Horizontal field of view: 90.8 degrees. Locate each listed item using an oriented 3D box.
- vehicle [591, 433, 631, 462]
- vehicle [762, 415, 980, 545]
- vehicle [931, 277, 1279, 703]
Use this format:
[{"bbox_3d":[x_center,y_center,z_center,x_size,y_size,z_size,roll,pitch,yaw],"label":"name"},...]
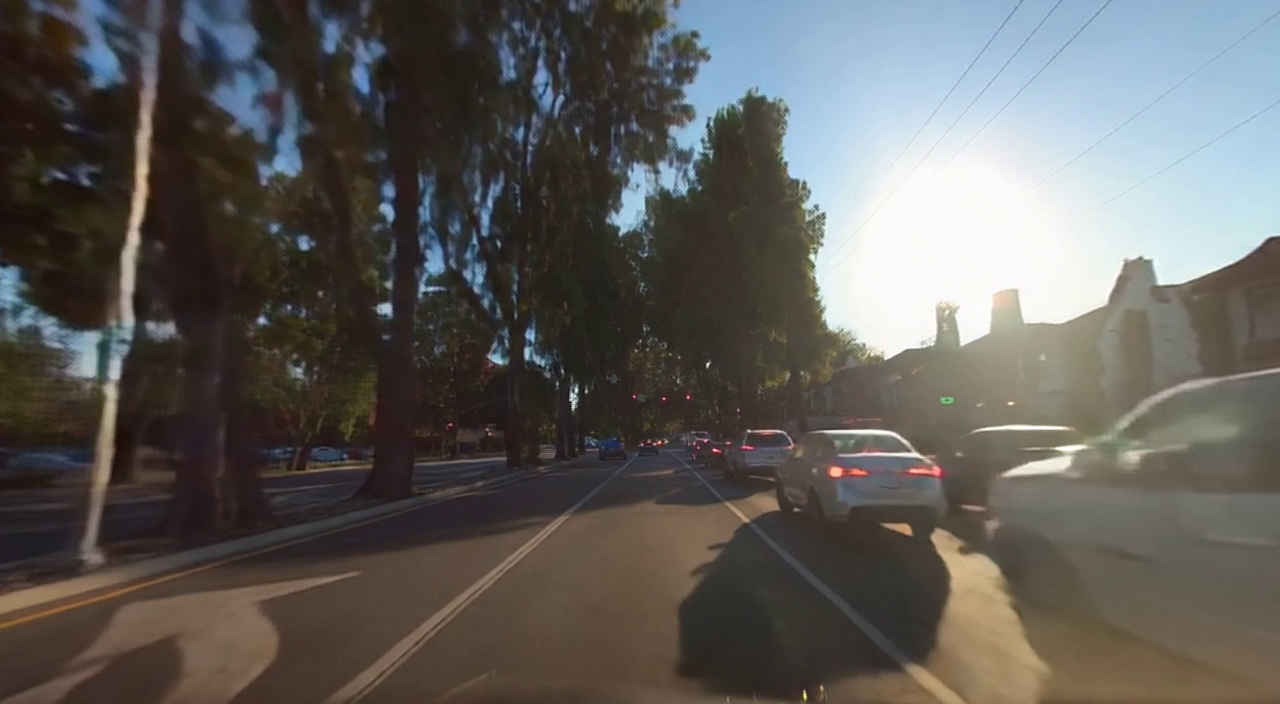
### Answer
[{"bbox_3d":[-1.749,5.925,39.420,2.083,1.691,4.398,0,-8,2],"label":"vehicle"},{"bbox_3d":[3.191,1.836,9.638,1.945,1.563,3.735,0,-8,1],"label":"vehicle"},{"bbox_3d":[2.827,0.616,1.599,2.052,1.693,4.554,0,-8,1],"label":"vehicle"}]
